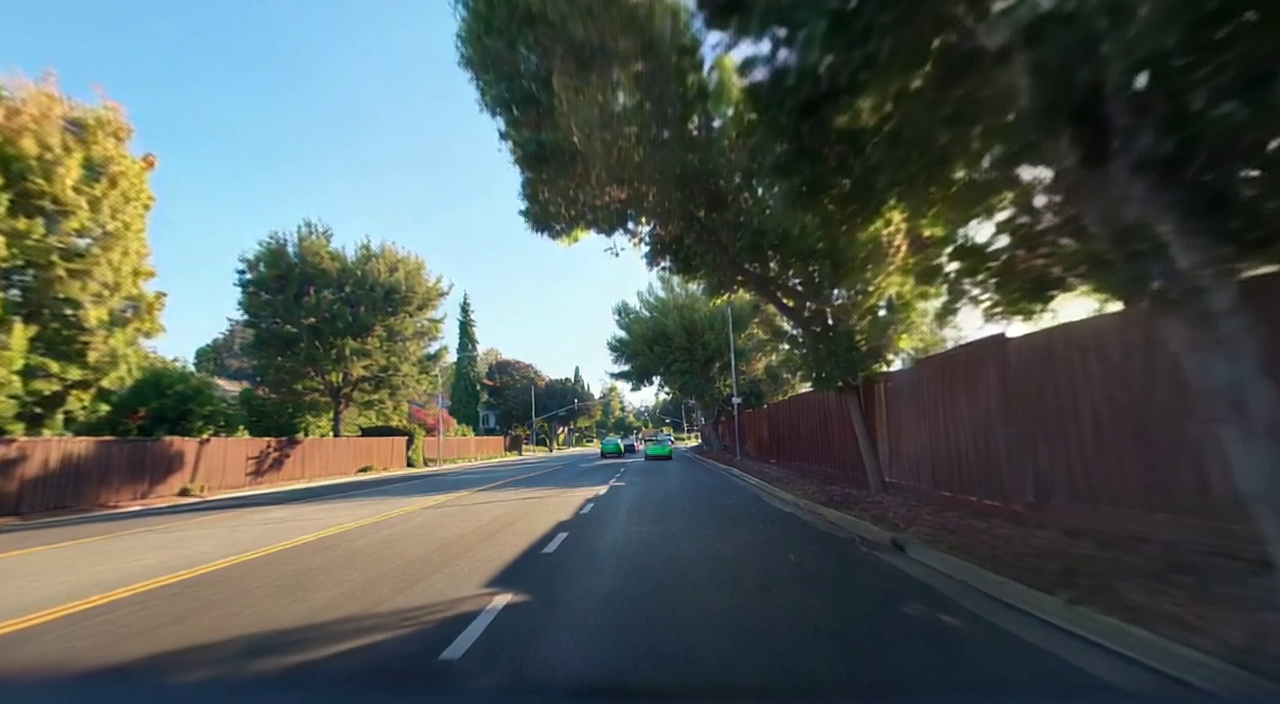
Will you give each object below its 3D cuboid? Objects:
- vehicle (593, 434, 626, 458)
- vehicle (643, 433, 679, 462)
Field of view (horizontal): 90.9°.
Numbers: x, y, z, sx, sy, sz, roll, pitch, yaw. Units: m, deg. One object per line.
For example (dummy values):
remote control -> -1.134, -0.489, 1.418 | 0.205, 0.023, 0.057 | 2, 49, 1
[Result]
vehicle -> -2.314, 7.289, 48.854 | 2.190, 1.766, 4.394 | 0, -8, 1
vehicle -> 1.264, 5.986, 39.536 | 2.127, 1.665, 3.993 | 0, -8, 1
